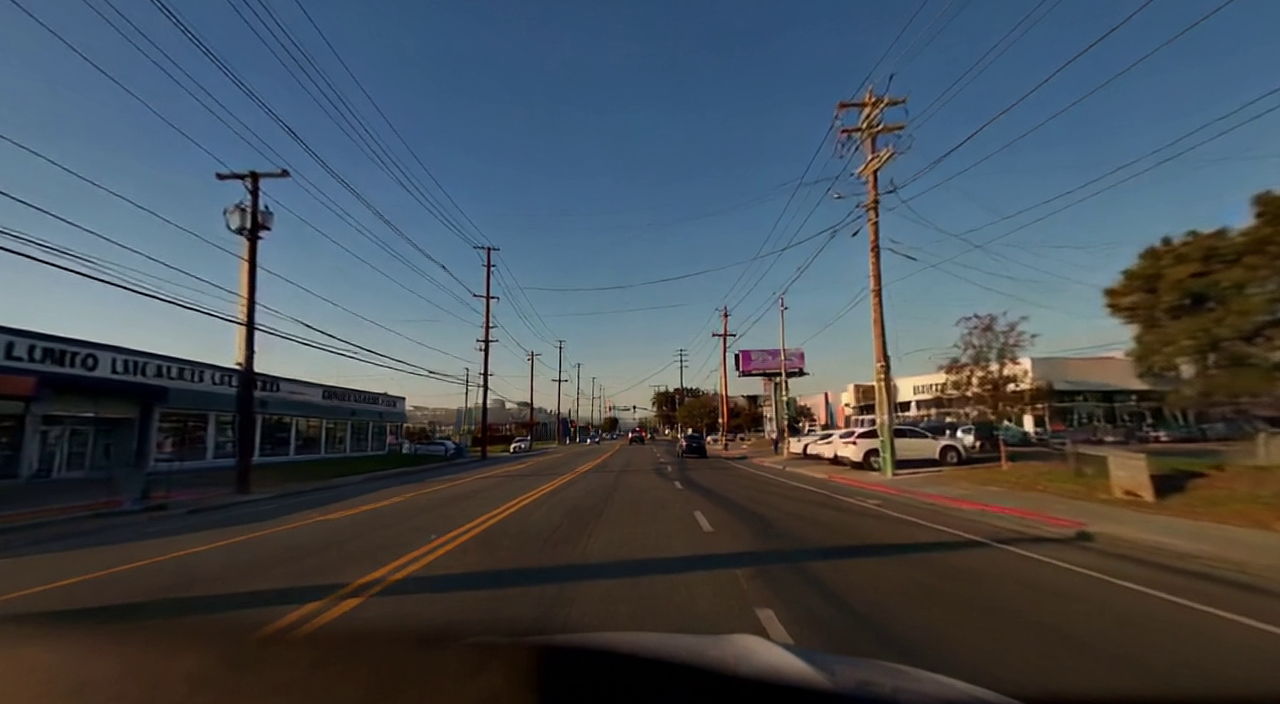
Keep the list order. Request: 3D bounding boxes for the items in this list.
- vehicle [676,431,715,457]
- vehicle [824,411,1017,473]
[{"bbox_3d":[3.382,5.674,39.091,1.926,1.482,4.442,0,-8,-1],"label":"vehicle"},{"bbox_3d":[9.981,3.234,22.925,5.771,2.013,2.414,-1,-8,0],"label":"vehicle"}]
